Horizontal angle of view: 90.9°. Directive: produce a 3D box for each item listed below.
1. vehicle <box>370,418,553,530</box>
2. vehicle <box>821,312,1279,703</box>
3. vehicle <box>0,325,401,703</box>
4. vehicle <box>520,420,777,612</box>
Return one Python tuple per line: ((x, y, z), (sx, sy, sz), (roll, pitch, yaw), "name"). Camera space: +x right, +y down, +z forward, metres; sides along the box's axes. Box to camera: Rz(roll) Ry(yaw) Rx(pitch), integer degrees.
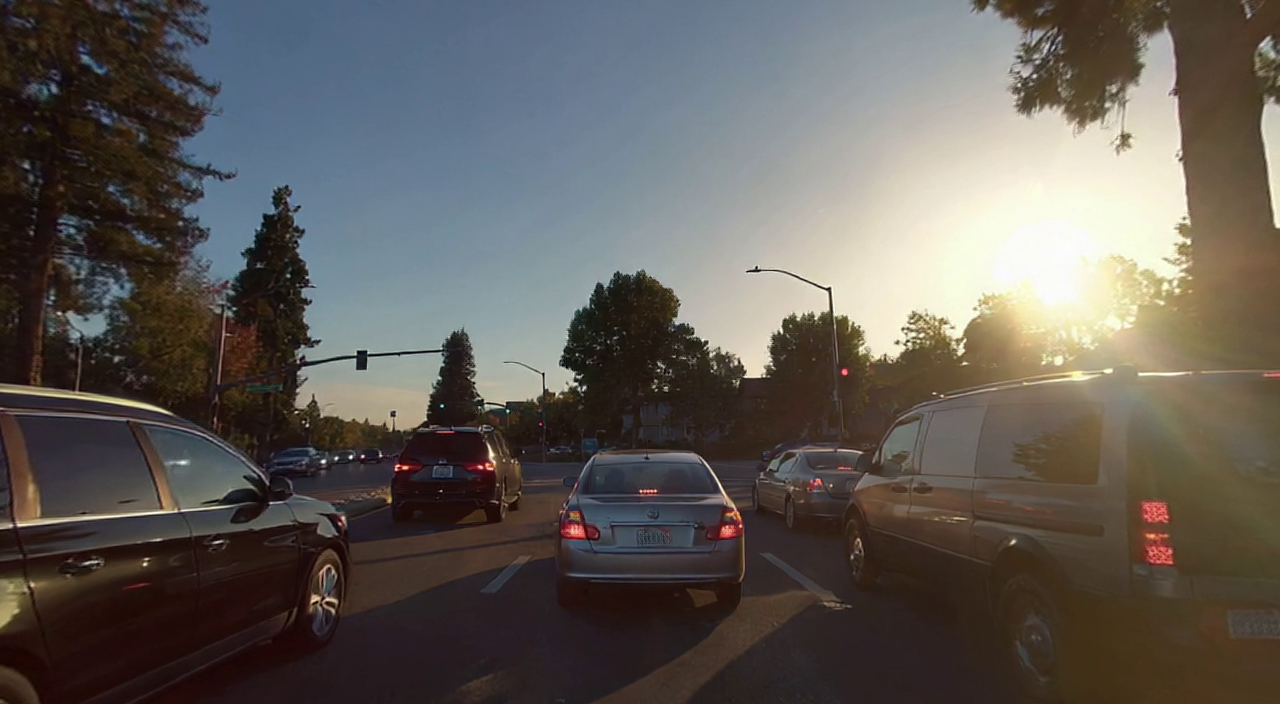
((-3.184, 2.300, 12.444), (2.117, 1.772, 4.619), (0, -8, 2), "vehicle")
((3.216, 1.096, 4.722), (2.141, 1.833, 4.704), (0, -8, -2), "vehicle")
((-3.123, 0.956, 3.306), (1.982, 1.721, 4.261), (0, -8, 1), "vehicle")
((0.028, 1.587, 7.011), (2.021, 1.490, 3.948), (0, -8, -1), "vehicle")
